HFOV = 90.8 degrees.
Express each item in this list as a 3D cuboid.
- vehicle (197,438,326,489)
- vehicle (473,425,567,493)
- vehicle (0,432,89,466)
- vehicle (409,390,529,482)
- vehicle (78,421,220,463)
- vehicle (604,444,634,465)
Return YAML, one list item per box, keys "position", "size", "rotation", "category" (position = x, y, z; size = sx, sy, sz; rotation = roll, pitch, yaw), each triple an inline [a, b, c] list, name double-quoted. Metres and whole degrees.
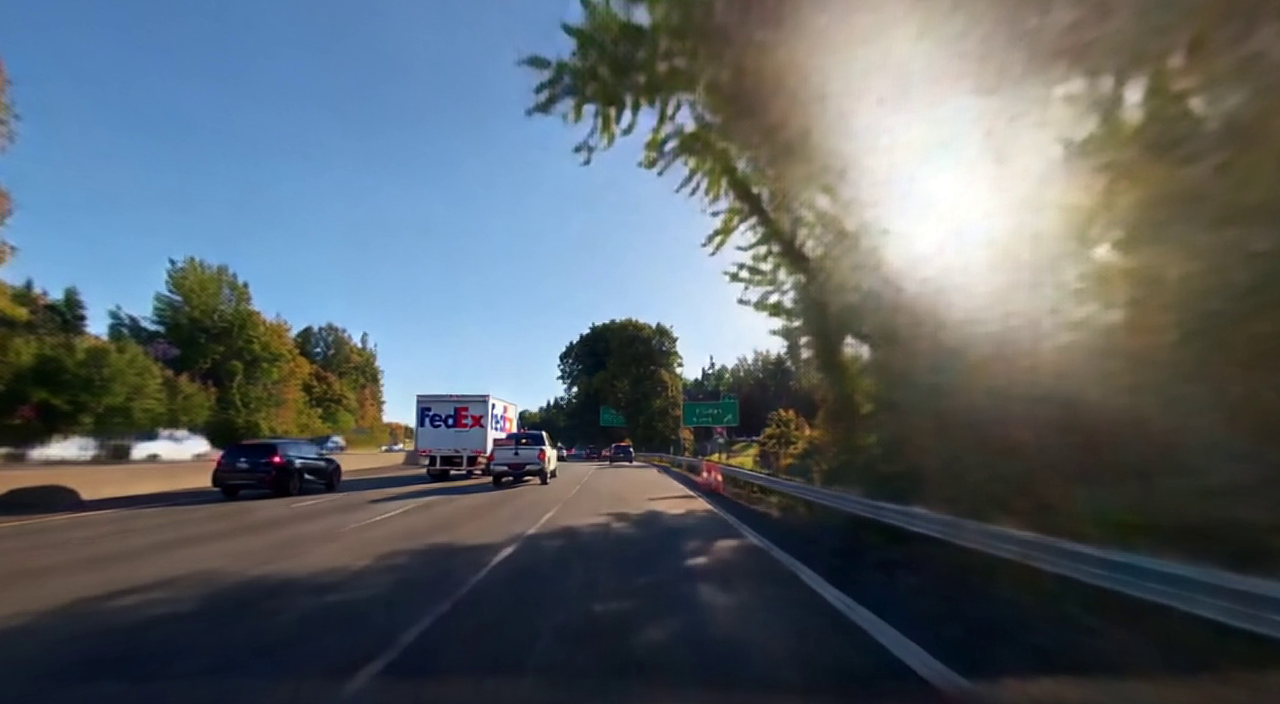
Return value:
- position: [-13.570, 4.011, 23.021]
  size: [2.018, 1.668, 4.409]
  rotation: [0, -9, -1]
  category: "vehicle"
- position: [-3.657, 3.377, 20.216]
  size: [2.170, 1.886, 4.628]
  rotation: [0, -9, -1]
  category: "vehicle"
- position: [-33.683, 5.369, 34.922]
  size: [1.990, 1.758, 5.022]
  rotation: [0, -9, -3]
  category: "vehicle"
- position: [-6.844, 3.637, 26.850]
  size: [2.870, 3.266, 8.589]
  rotation: [0, -9, -1]
  category: "vehicle"
- position: [-23.531, 4.412, 30.709]
  size: [2.212, 1.846, 6.051]
  rotation: [0, -9, -2]
  category: "vehicle"
- position: [-1.582, 7.571, 46.820]
  size: [2.043, 1.489, 3.839]
  rotation: [1, -9, -4]
  category: "vehicle"
